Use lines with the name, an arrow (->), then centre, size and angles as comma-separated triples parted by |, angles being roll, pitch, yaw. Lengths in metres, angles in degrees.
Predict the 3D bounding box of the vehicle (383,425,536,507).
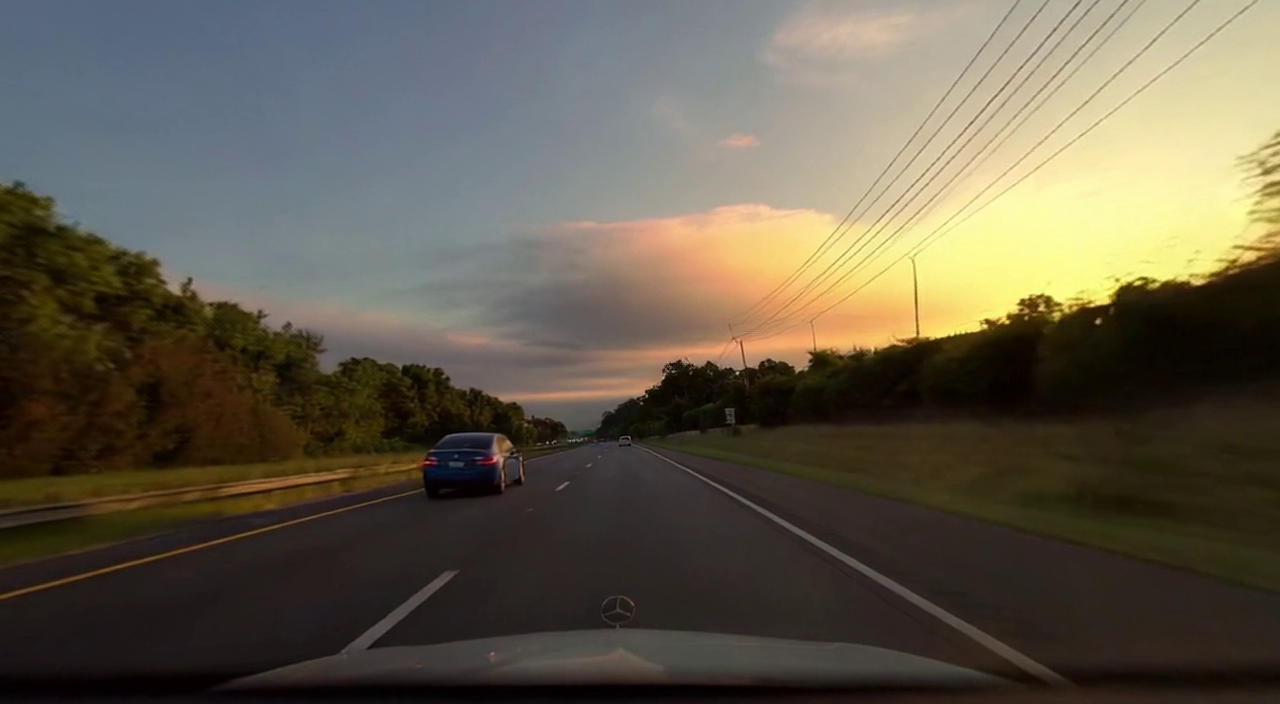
vehicle -> -3.822, 2.489, 14.382 | 2.150, 1.532, 4.671 | 0, -8, -1
